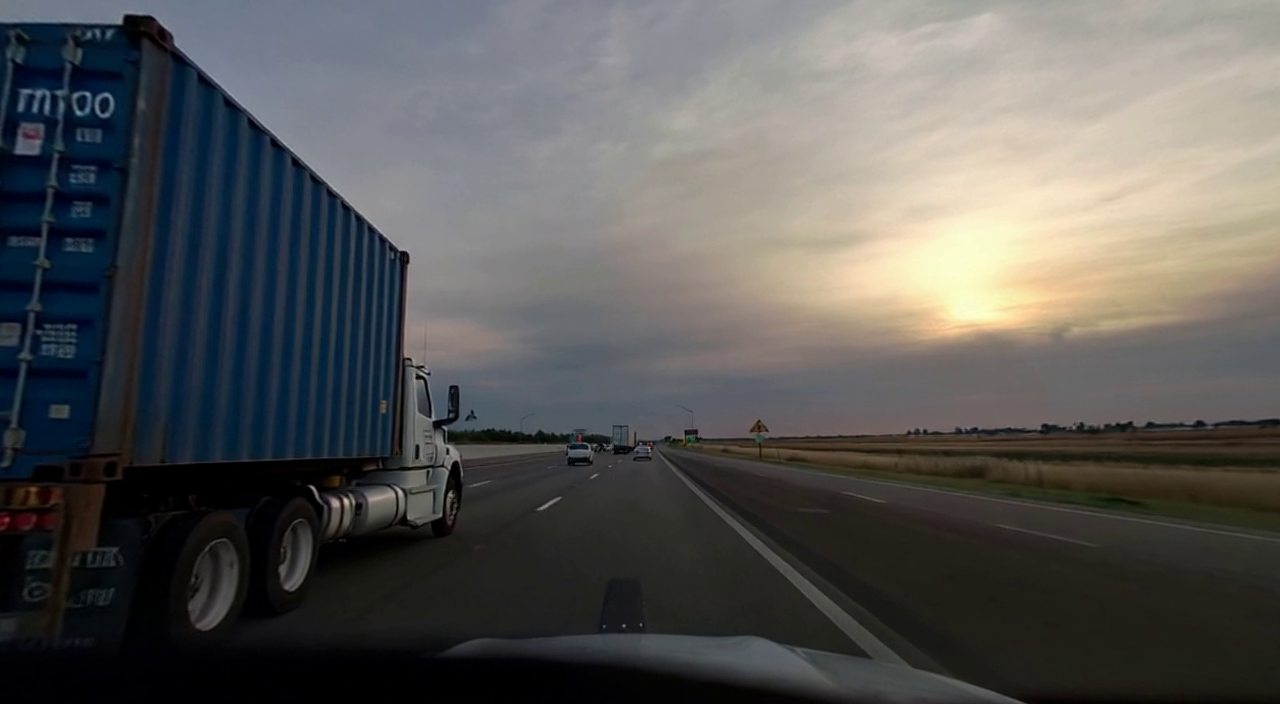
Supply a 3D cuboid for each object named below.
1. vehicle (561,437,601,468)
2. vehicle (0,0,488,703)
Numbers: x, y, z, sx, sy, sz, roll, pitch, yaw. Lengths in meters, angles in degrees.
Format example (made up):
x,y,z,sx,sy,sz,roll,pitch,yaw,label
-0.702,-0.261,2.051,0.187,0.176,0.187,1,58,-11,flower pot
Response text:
x,y,z,sx,sy,sz,roll,pitch,yaw,label
-3.587,6.203,39.061,1.995,1.745,4.187,0,-8,1,vehicle
-4.017,0.256,6.427,2.987,3.868,7.576,0,-8,0,vehicle
